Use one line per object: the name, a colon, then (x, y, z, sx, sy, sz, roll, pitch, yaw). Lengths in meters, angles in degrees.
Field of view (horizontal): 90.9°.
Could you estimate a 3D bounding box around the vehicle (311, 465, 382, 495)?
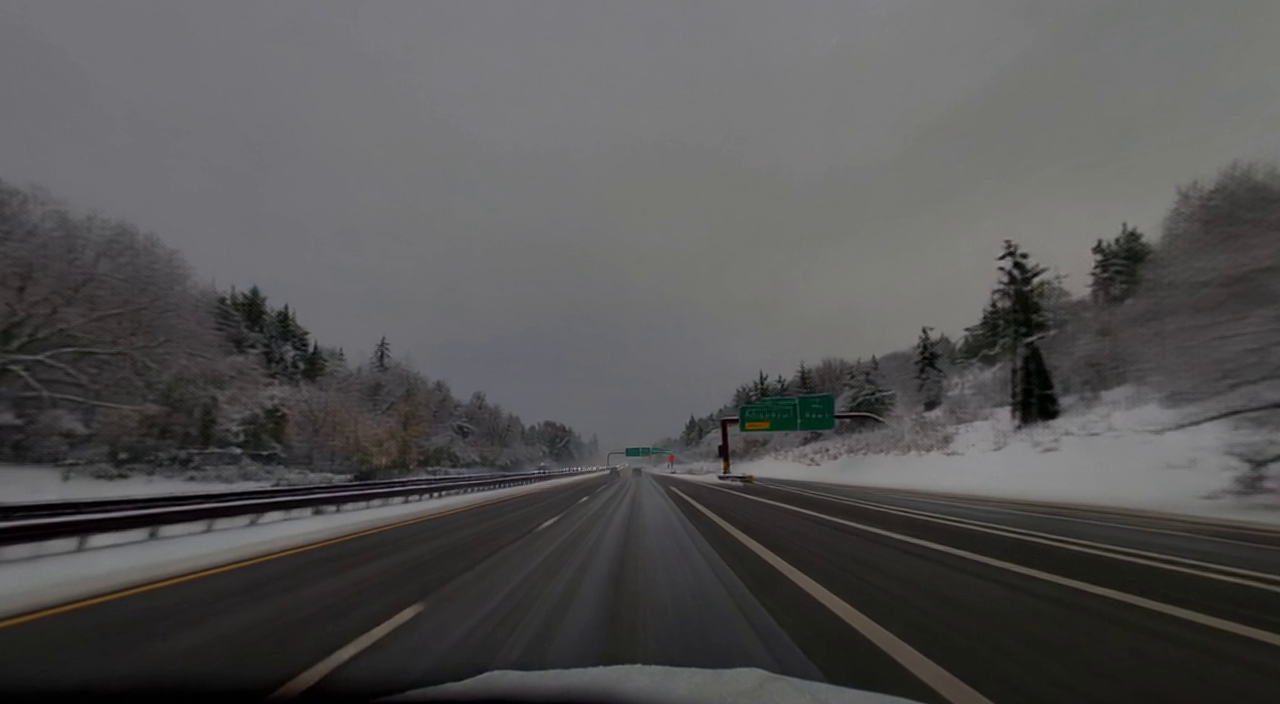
vehicle: (-15.523, 6.799, 33.534, 1.810, 1.456, 3.959, 1, -10, 1)
